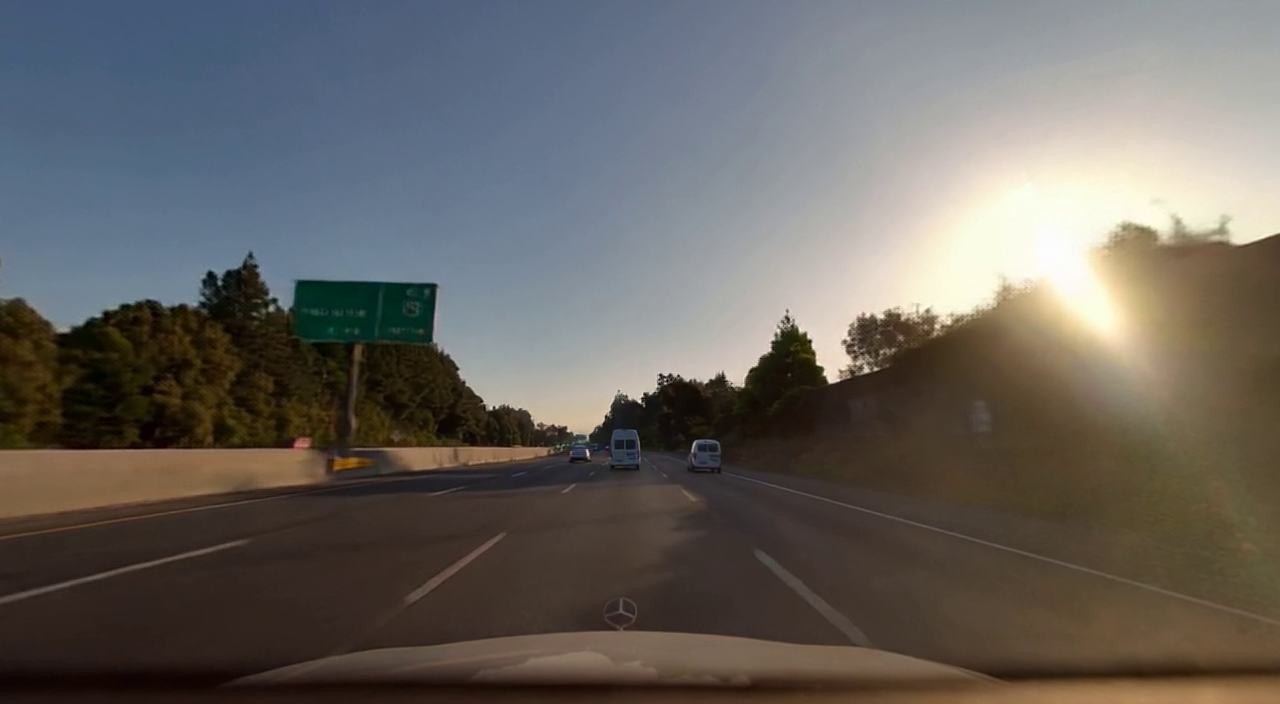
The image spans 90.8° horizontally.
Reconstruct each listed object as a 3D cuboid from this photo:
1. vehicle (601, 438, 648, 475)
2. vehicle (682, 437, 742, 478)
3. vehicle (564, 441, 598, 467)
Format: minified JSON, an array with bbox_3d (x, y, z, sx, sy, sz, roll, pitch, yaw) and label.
[{"bbox_3d":[-0.780,5.382,32.718,2.297,1.783,4.355,0,-8,-1],"label":"vehicle"},{"bbox_3d":[3.233,4.841,29.238,2.160,1.759,4.214,0,-8,-2],"label":"vehicle"},{"bbox_3d":[-4.109,7.231,44.834,2.023,1.709,4.263,0,-8,0],"label":"vehicle"}]
